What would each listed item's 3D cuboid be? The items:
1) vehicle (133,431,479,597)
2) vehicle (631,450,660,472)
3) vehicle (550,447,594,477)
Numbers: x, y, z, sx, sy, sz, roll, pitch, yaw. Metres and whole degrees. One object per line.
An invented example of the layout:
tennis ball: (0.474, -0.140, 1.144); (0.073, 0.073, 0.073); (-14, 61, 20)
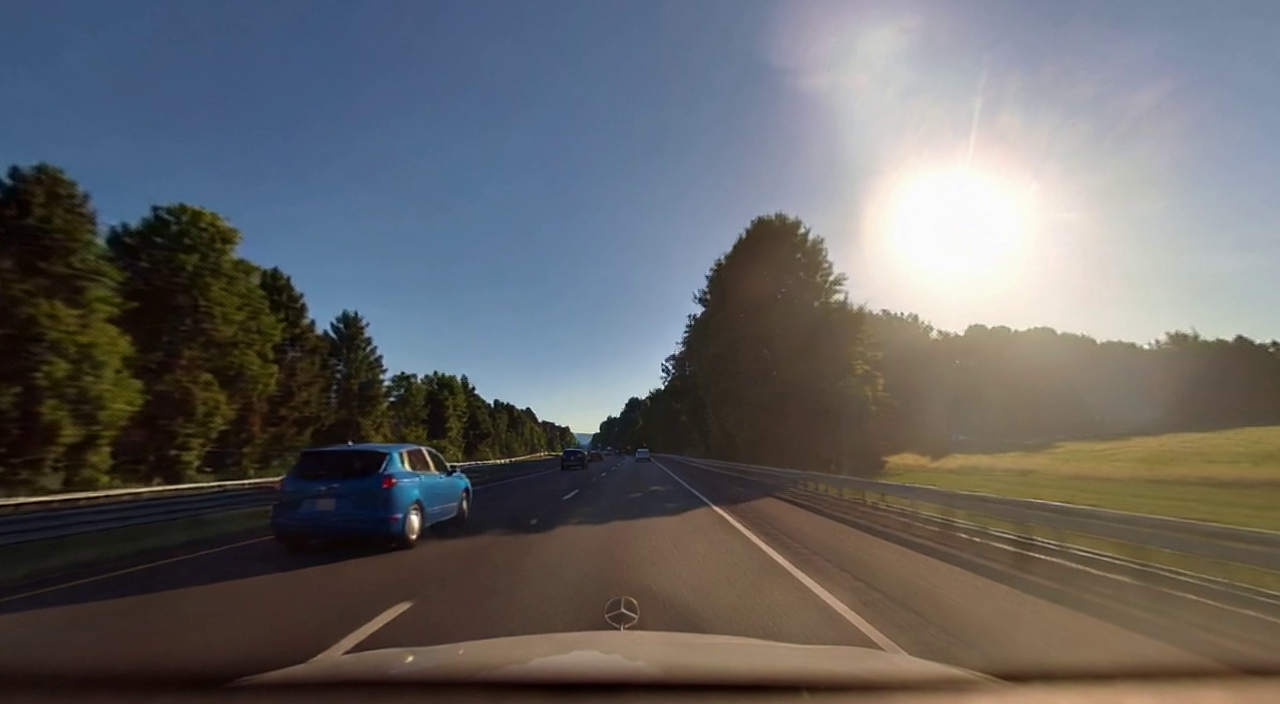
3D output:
vehicle: (-3.644, 1.828, 8.022); (2.034, 1.520, 4.236); (0, -9, 1)
vehicle: (0.406, 7.985, 46.435); (2.046, 1.452, 4.407); (0, -9, 0)
vehicle: (-3.975, 6.496, 37.667); (2.100, 1.667, 4.223); (0, -9, 1)
